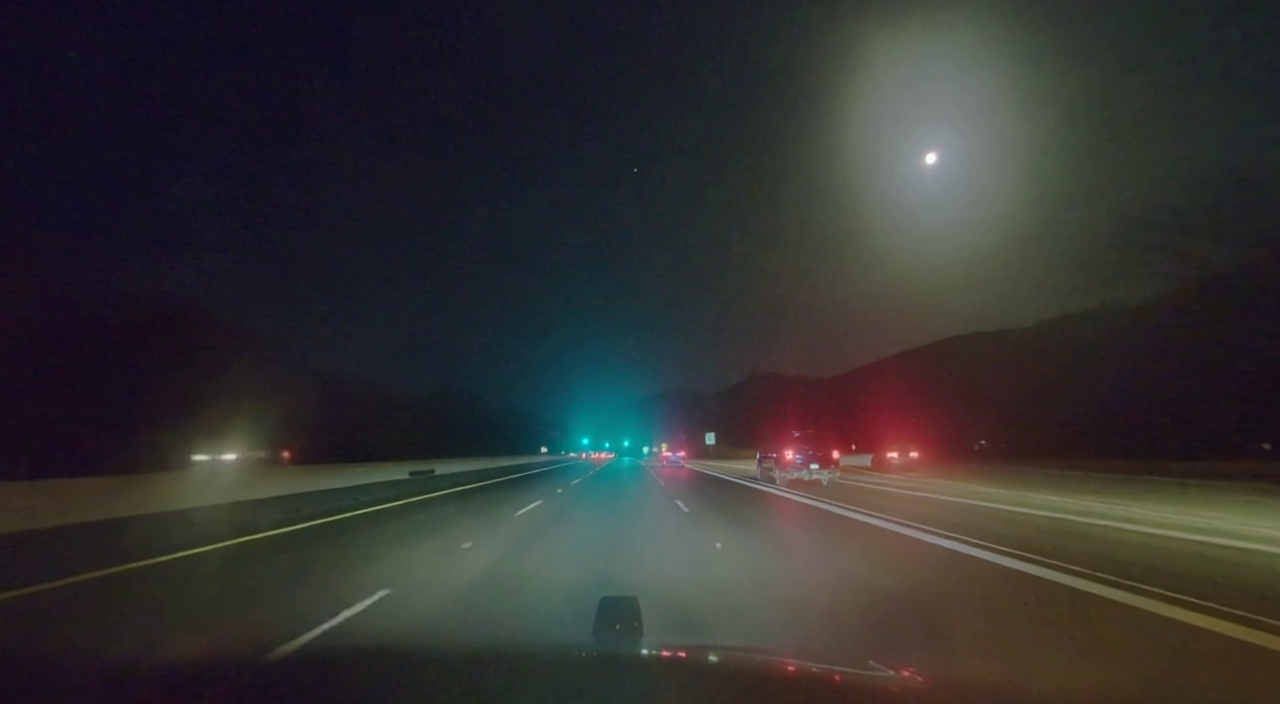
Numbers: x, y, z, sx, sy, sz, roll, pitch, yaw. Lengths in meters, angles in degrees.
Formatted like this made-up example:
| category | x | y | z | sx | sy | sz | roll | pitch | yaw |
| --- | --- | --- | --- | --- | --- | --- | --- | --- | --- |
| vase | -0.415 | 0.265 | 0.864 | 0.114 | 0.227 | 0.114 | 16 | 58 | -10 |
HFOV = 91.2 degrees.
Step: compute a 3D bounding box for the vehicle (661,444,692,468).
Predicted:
| category | x | y | z | sx | sy | sz | roll | pitch | yaw |
| --- | --- | --- | --- | --- | --- | --- | --- | --- | --- |
| vehicle | 2.464 | 7.187 | 43.377 | 1.895 | 1.555 | 4.030 | 0 | -9 | 0 |
